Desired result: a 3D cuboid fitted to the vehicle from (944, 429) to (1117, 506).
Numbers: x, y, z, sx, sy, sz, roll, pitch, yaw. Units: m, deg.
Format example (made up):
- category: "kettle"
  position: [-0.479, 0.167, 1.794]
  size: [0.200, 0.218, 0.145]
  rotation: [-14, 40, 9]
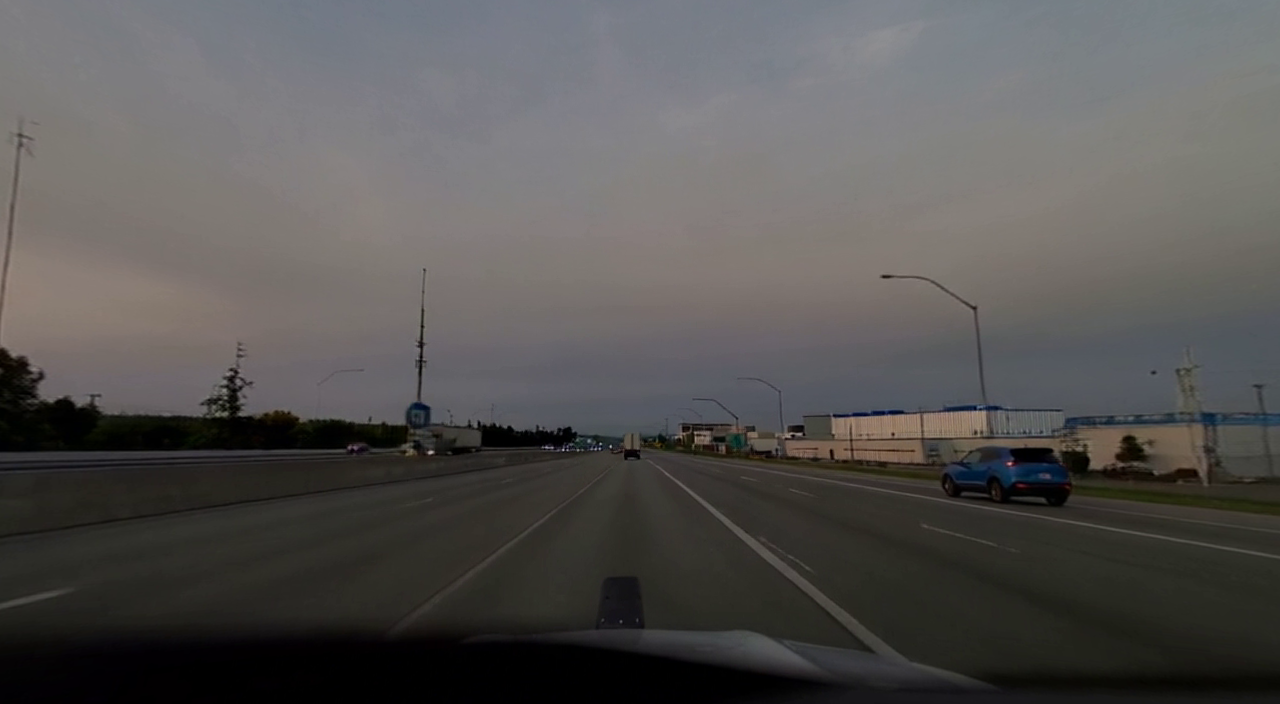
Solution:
- category: "vehicle"
  position: [13.273, 3.946, 22.026]
  size: [2.411, 2.326, 5.300]
  rotation: [0, -9, -2]
